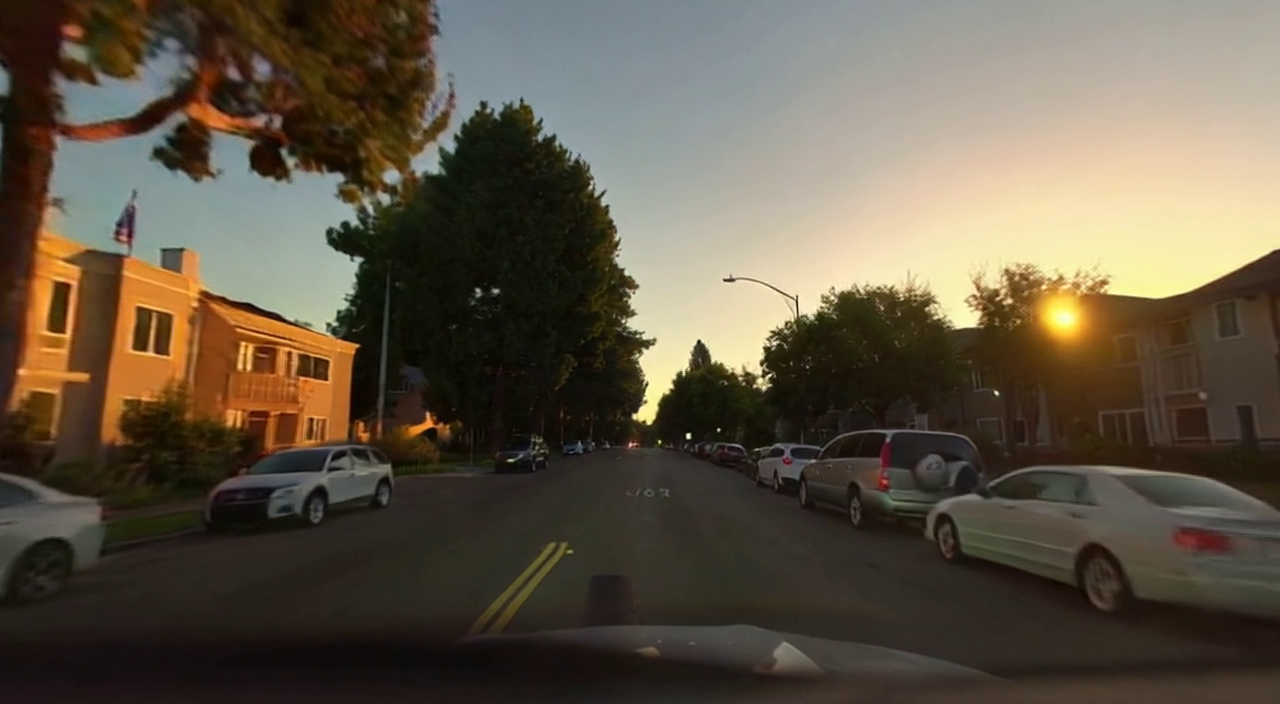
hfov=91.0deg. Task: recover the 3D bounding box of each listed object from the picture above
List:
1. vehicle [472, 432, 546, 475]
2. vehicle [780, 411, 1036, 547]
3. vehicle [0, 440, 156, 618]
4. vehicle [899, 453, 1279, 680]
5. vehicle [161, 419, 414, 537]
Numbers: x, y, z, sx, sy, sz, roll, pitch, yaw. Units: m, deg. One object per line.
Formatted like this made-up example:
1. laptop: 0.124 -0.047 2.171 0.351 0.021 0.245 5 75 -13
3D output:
1. vehicle: -6.333 5.060 31.144 2.384 1.781 5.492 -3 -10 1
2. vehicle: 4.592 2.326 12.290 2.365 1.970 6.011 0 -9 0
3. vehicle: -6.579 1.473 4.862 2.067 1.510 4.501 -2 -9 0
4. vehicle: 4.562 1.752 6.389 1.823 1.393 4.584 0 -9 -1
5. vehicle: -6.700 2.508 12.916 2.235 1.802 5.138 -3 -10 0
